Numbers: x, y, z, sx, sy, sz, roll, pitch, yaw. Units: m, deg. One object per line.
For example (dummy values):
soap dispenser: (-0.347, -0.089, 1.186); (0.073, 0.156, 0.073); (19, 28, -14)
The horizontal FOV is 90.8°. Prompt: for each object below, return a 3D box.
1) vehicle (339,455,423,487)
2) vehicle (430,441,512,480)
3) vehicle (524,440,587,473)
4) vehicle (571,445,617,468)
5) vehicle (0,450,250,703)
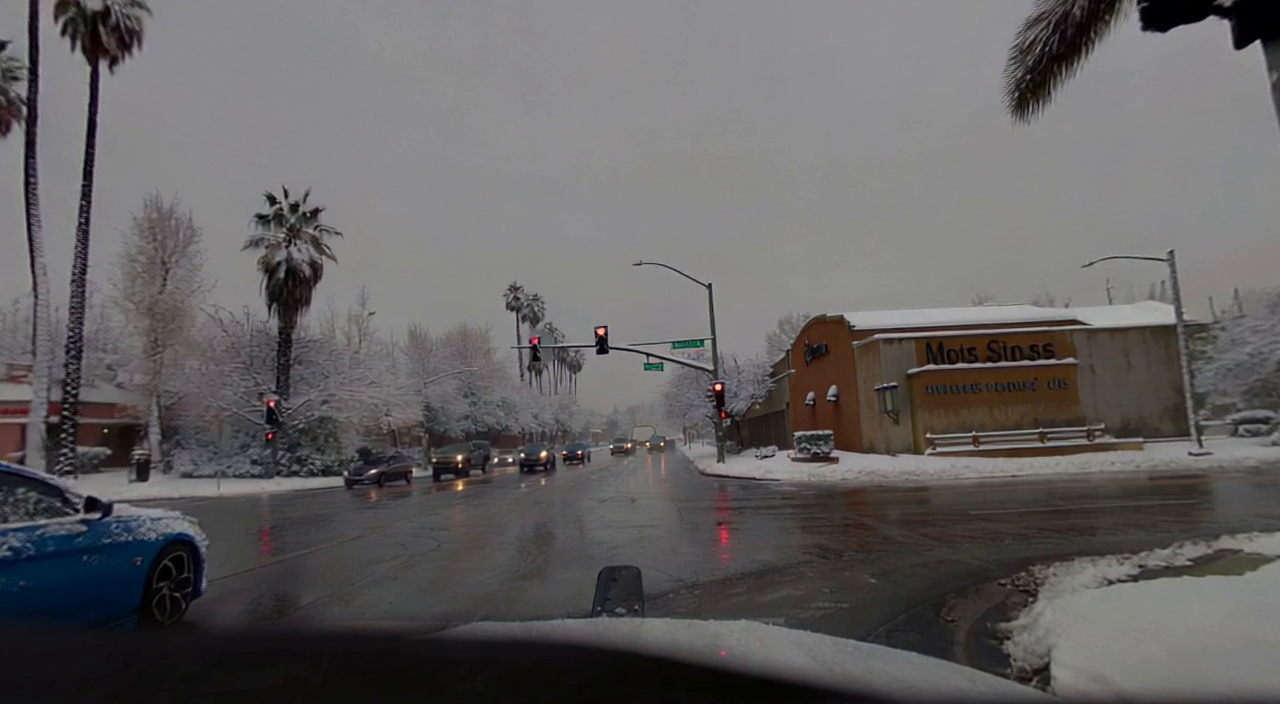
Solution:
vehicle: (-12.843, 5.912, 31.645); (1.880, 1.440, 4.418); (-1, -9, 7)
vehicle: (-8.788, 5.683, 33.392); (2.152, 1.825, 5.406); (-1, -9, 8)
vehicle: (-4.690, 5.942, 36.012); (2.092, 1.709, 4.775); (-2, -9, 11)
vehicle: (-3.137, 7.234, 43.973); (1.839, 1.468, 4.549); (-2, -9, 14)
vehicle: (-3.688, 1.025, 2.261); (1.850, 1.325, 4.295); (0, -9, 0)
